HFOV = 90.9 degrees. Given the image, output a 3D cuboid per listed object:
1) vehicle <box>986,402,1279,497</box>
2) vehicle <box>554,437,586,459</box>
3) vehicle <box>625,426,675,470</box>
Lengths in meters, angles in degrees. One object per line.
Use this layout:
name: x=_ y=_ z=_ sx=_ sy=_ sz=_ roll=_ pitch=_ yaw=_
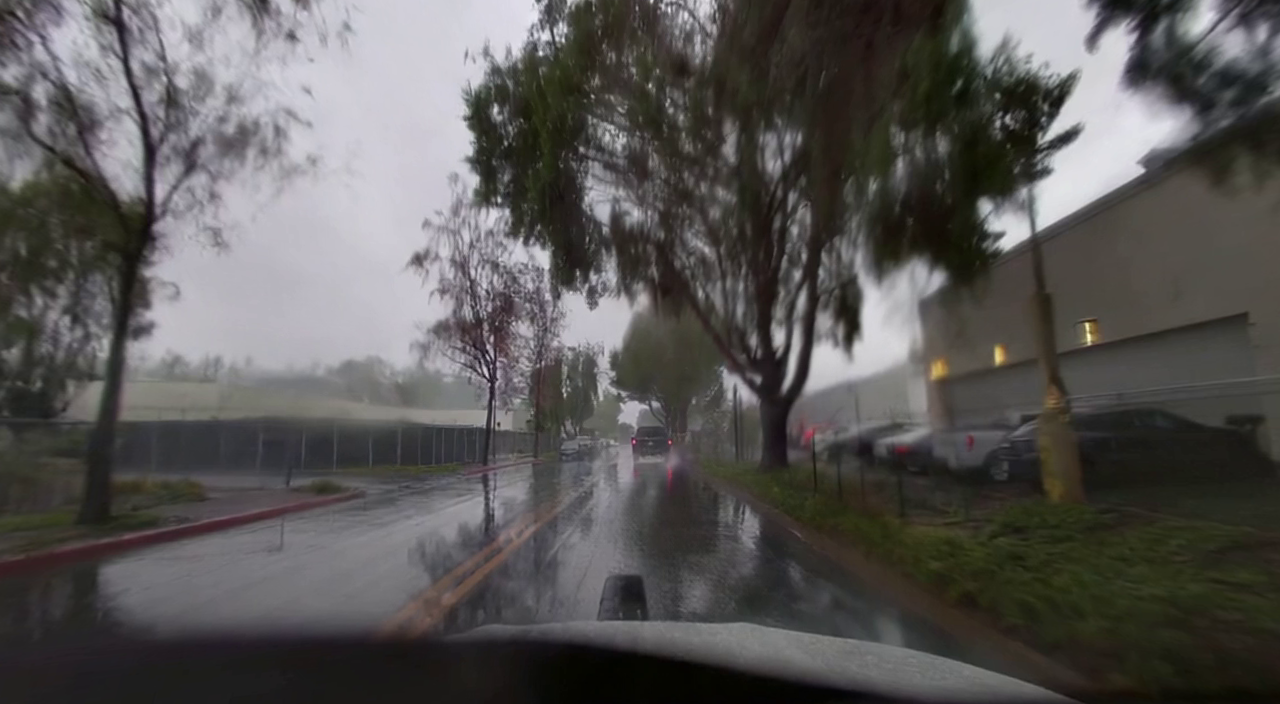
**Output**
vehicle: x=9.269 y=1.827 z=11.997 sx=4.164 sy=1.640 sz=1.953 roll=0 pitch=-8 yaw=3
vehicle: x=-5.438 y=7.533 z=49.361 sx=1.938 sy=1.500 sz=4.130 roll=-3 pitch=-9 yaw=-1
vehicle: x=0.491 y=4.443 z=29.485 sx=2.152 sy=1.874 sz=4.042 roll=0 pitch=-8 yaw=1
